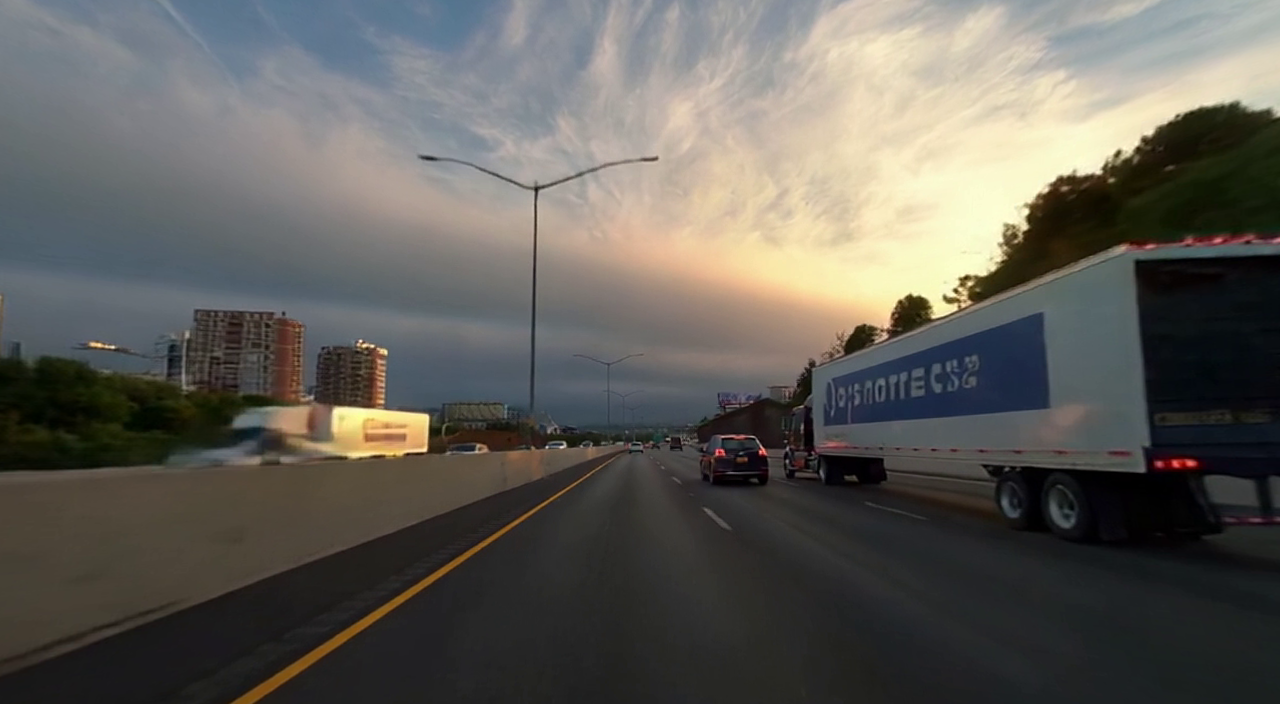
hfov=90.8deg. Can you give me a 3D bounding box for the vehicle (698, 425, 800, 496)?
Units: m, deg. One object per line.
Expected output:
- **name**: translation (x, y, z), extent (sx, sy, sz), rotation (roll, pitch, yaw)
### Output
- **vehicle**: translation (2.867, 2.977, 17.656), extent (1.973, 1.710, 4.476), rotation (0, -8, -1)

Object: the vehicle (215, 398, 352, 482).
- **vehicle**: translation (-18.532, 4.696, 33.587), extent (2.999, 3.935, 7.111), rotation (0, -8, 0)

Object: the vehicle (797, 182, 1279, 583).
- **vehicle**: translation (6.836, 1.288, 13.627), extent (2.864, 4.060, 14.637), rotation (0, -8, -1)

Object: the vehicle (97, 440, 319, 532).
- **vehicle**: translation (-7.572, 2.335, 11.521), extent (1.613, 1.392, 3.376), rotation (0, -8, 1)

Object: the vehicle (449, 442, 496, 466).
- **vehicle**: translation (-10.980, 6.727, 41.707), extent (1.943, 1.468, 4.227), rotation (0, -9, 0)
